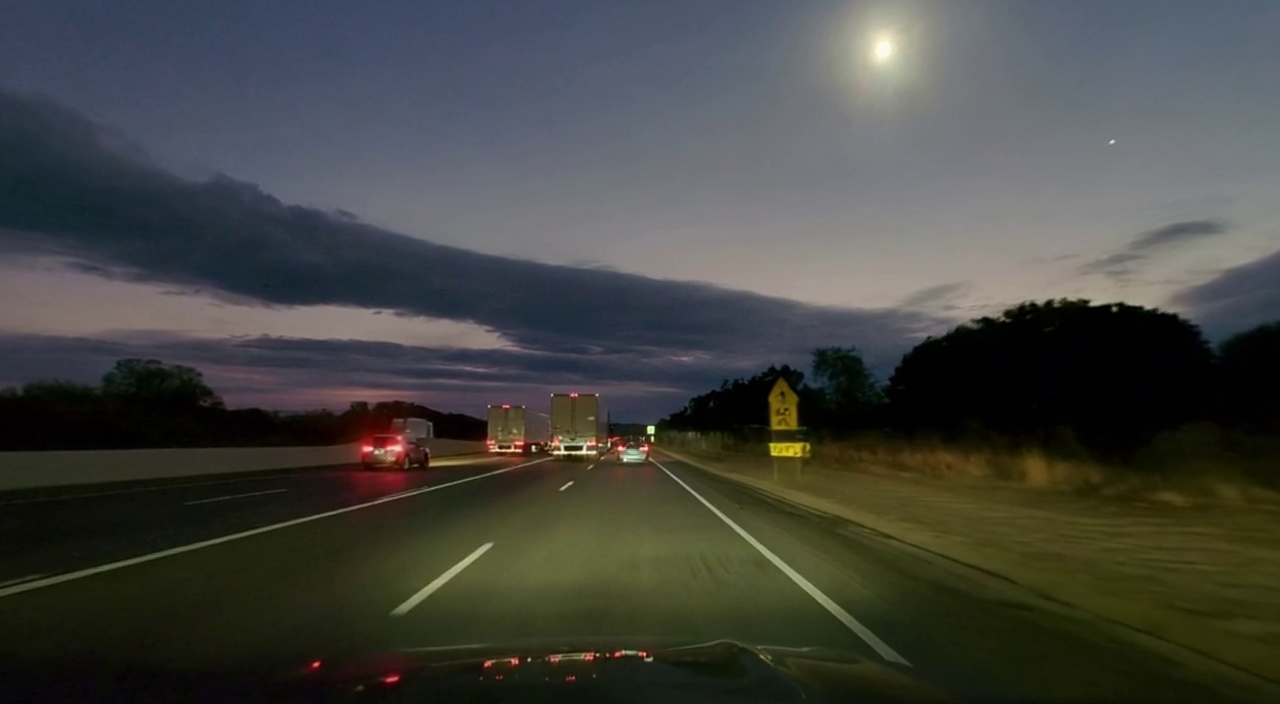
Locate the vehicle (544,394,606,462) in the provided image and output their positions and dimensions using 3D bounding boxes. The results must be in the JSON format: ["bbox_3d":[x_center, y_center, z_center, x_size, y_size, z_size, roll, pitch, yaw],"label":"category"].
[{"bbox_3d":[-4.324,5.745,46.415,3.475,4.037,17.454,0,-8,-2],"label":"vehicle"}]

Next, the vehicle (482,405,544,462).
[{"bbox_3d":[-8.221,5.421,41.608,2.728,3.405,7.096,0,-8,-2],"label":"vehicle"}]

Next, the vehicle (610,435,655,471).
[{"bbox_3d":[-0.364,4.464,28.001,1.891,1.477,3.599,0,-8,-2],"label":"vehicle"}]

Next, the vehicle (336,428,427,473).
[{"bbox_3d":[-11.580,4.431,28.611,2.153,1.841,4.790,0,-8,-1],"label":"vehicle"}]
